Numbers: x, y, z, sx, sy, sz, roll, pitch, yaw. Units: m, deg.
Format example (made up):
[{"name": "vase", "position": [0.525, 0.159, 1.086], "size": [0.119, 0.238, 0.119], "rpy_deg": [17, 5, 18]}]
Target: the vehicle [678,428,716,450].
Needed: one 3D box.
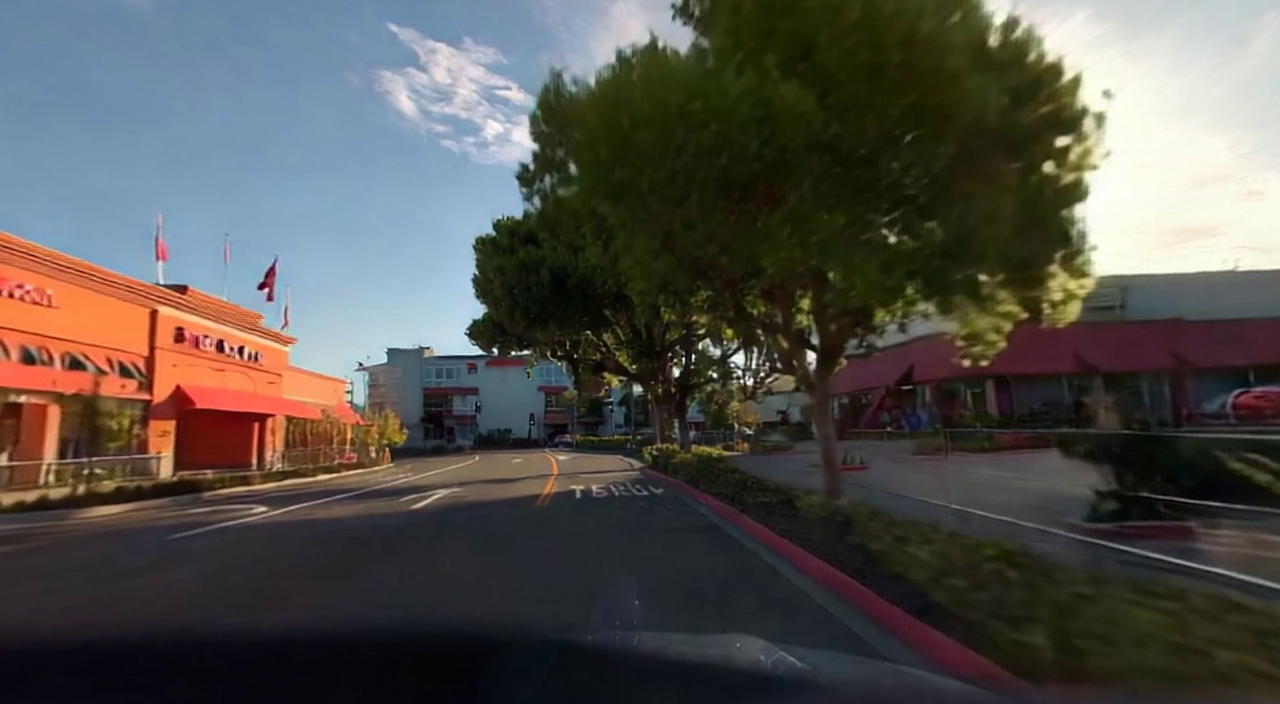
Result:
[{"name": "vehicle", "position": [4.284, 6.646, 47.911], "size": [1.769, 1.516, 3.520], "rpy_deg": [0, -9, -14]}]
